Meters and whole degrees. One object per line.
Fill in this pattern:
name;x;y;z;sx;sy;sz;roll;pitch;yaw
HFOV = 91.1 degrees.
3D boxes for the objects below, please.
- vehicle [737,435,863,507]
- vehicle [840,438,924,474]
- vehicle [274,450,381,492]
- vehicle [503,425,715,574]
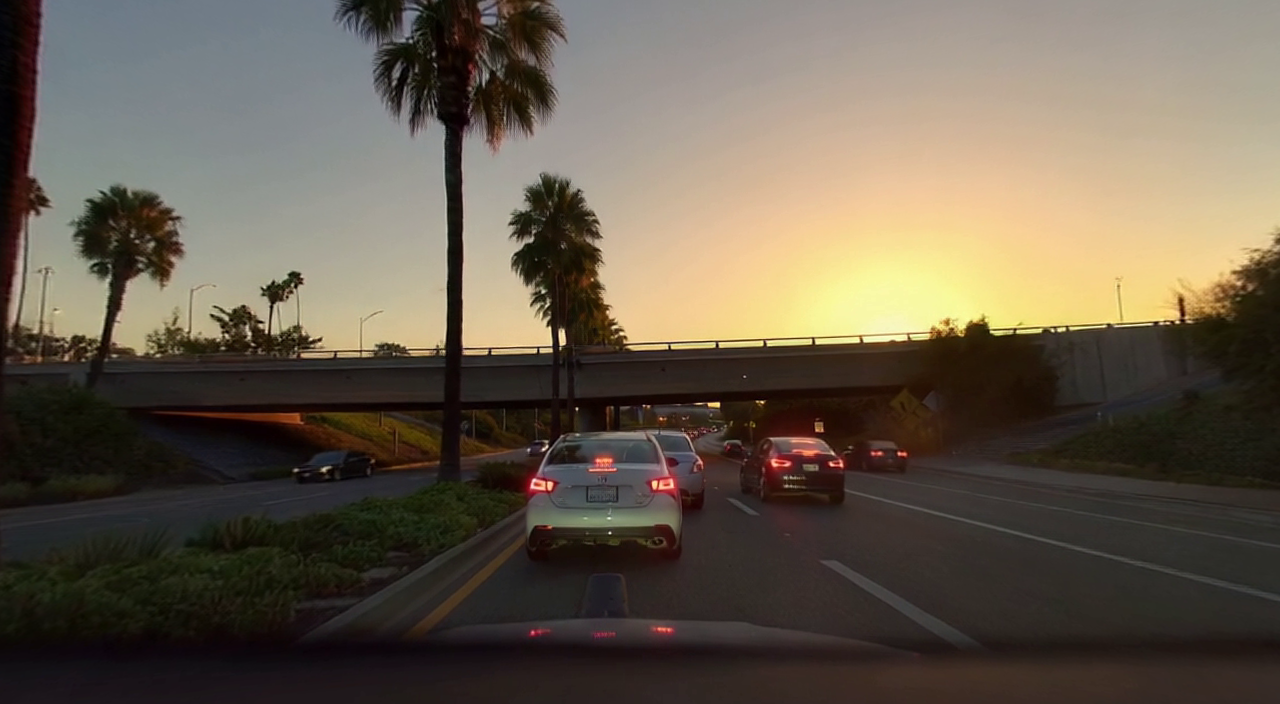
vehicle;3.817;2.928;15.975;2.034;1.517;4.840;0;-8;1
vehicle;10.855;4.698;28.524;2.100;1.469;4.772;0;-9;3
vehicle;-12.295;4.670;25.064;1.933;1.486;4.449;0;-8;0
vehicle;-0.254;1.819;8.521;2.172;1.506;4.018;0;-8;2
